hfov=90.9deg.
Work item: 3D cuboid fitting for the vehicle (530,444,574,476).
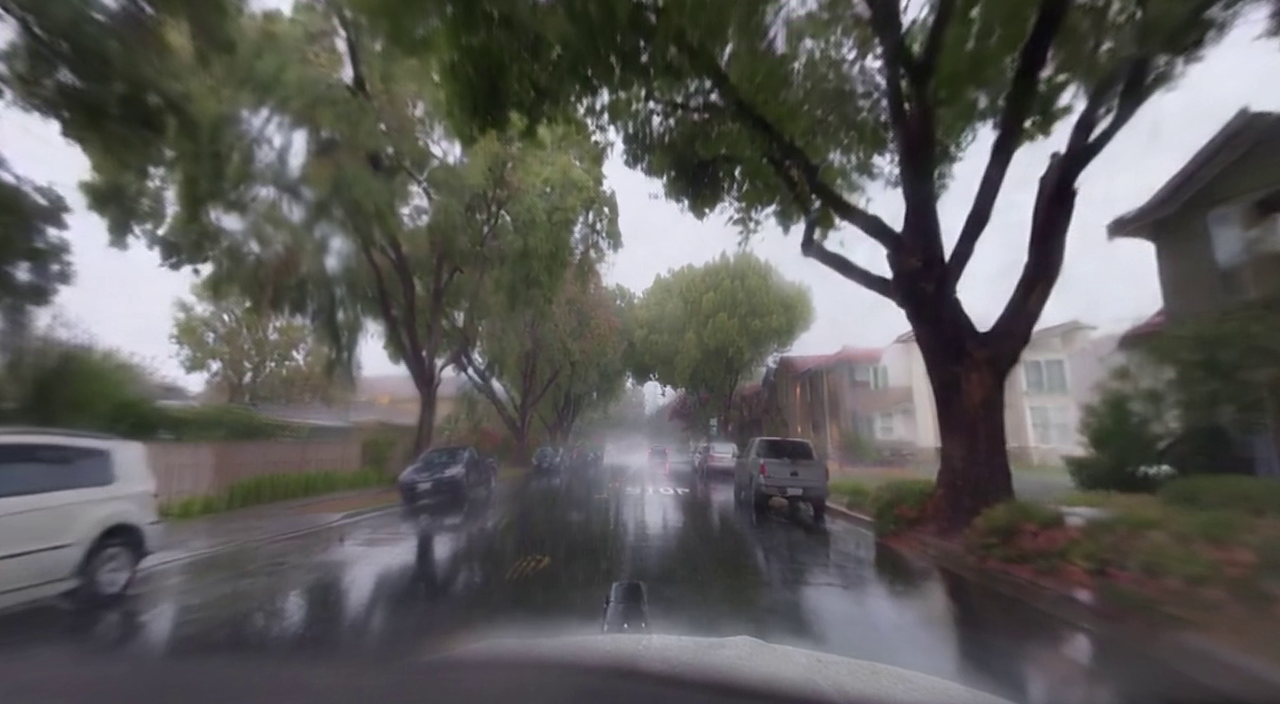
[{"bbox_3d":[-4.800,5.931,34.869,1.955,1.659,4.324,0,-8,-2],"label":"vehicle"}]

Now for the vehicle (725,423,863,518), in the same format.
[{"bbox_3d":[3.312,2.655,14.701,2.117,1.807,4.964,0,-8,2],"label":"vehicle"}]

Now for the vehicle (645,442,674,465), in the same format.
[{"bbox_3d":[1.508,8.012,49.909,2.172,1.722,4.201,0,-8,1],"label":"vehicle"}]

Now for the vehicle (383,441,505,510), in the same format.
[{"bbox_3d":[-5.410,3.433,18.103,2.007,1.709,4.502,0,-8,1],"label":"vehicle"}]

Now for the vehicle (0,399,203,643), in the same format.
[{"bbox_3d":[-5.778,1.243,4.329,2.165,1.758,4.701,-3,-9,1],"label":"vehicle"}]
